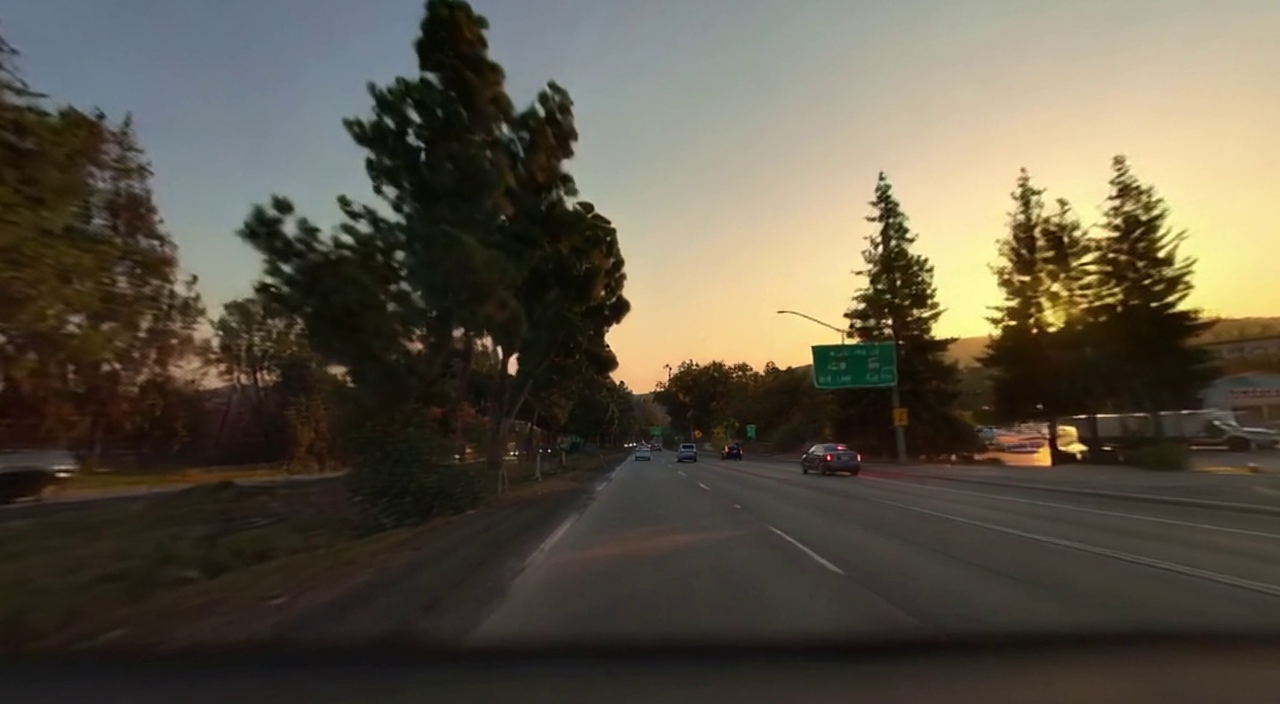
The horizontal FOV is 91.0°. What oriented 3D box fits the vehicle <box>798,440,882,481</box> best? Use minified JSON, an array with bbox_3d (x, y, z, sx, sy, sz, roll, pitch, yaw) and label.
[{"bbox_3d":[8.189,4.474,26.222,1.989,1.526,4.443,0,-9,0],"label":"vehicle"}]
